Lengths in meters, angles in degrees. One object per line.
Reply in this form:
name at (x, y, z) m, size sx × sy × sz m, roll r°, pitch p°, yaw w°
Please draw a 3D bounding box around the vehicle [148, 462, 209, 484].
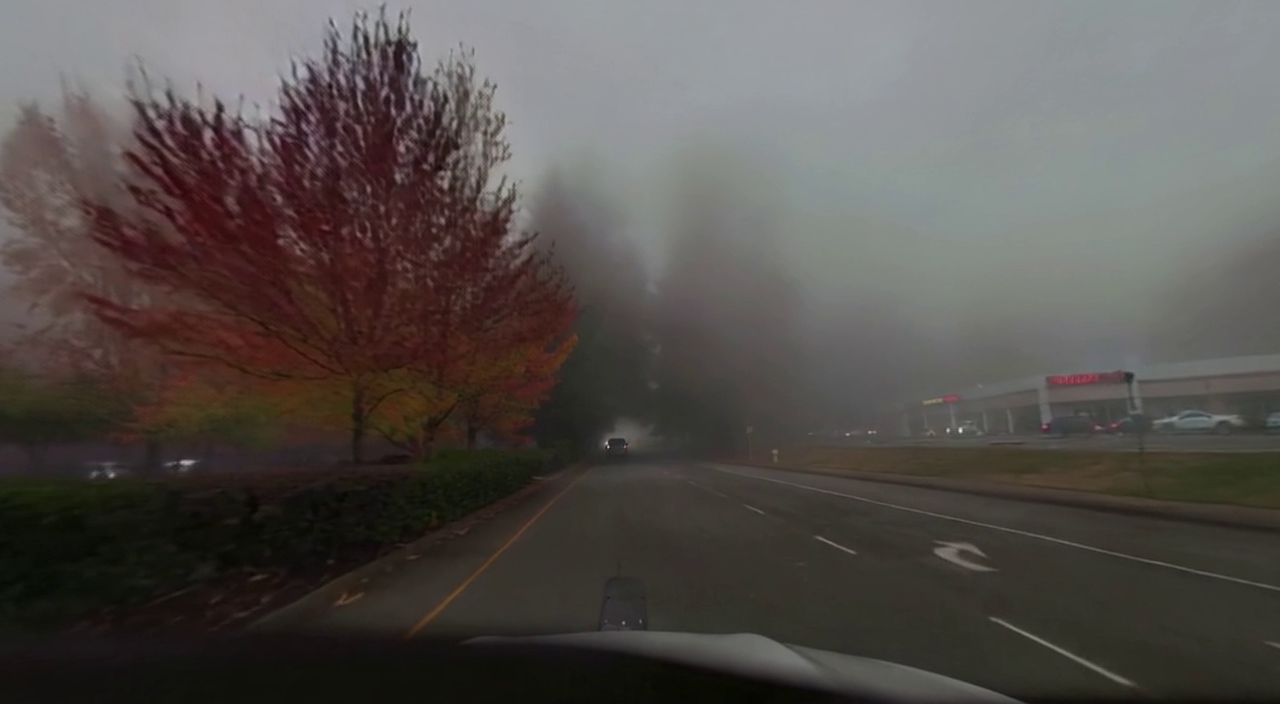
vehicle at (-36.244, 9.514, 49.639) m, size 1.784 × 1.536 × 3.893 m, roll 0°, pitch -8°, yaw 0°
